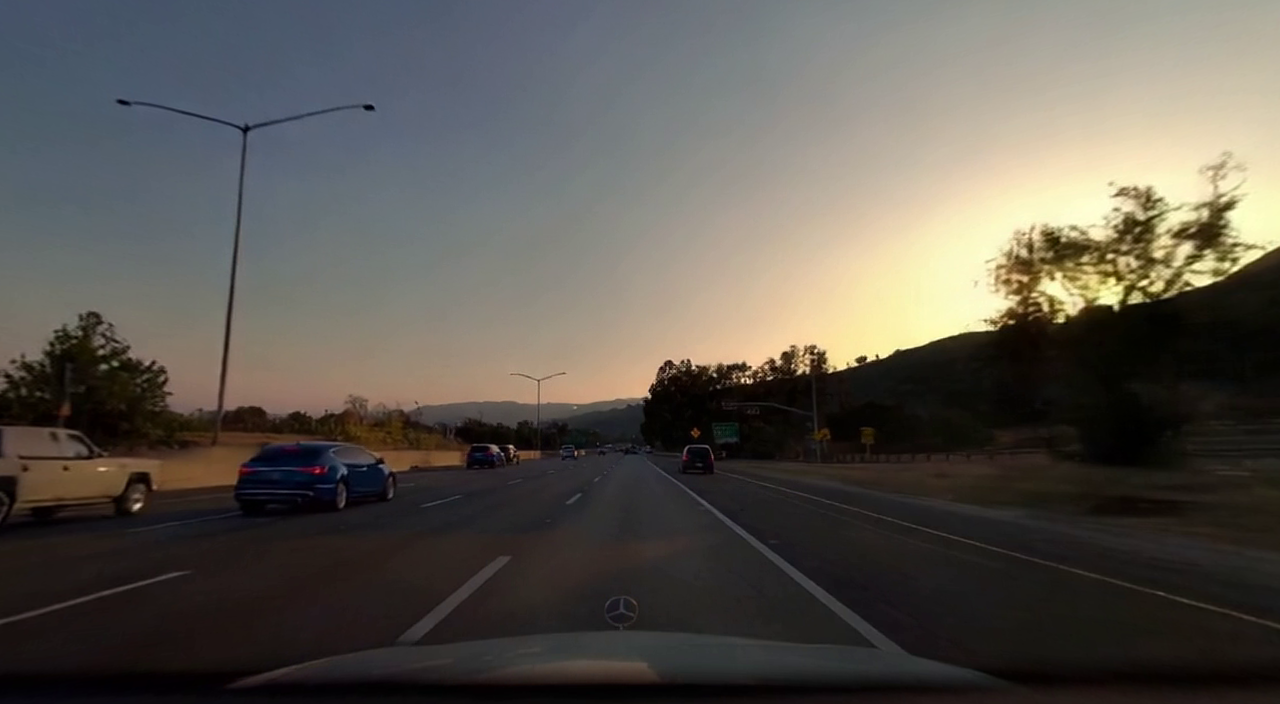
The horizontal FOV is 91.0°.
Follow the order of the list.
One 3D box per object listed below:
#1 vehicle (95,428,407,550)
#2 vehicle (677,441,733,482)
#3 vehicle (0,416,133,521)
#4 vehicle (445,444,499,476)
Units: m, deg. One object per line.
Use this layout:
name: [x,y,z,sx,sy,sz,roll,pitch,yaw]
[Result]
vehicle: [-6.835,2.453,12.149,2.524,1.806,5.325,0,-8,1]
vehicle: [3.170,5.477,31.830,2.184,1.892,4.763,0,-8,-1]
vehicle: [-14.482,2.469,13.415,2.654,2.145,5.489,0,-8,1]
vehicle: [-10.823,6.957,40.830,2.137,1.873,4.687,0,-8,1]
